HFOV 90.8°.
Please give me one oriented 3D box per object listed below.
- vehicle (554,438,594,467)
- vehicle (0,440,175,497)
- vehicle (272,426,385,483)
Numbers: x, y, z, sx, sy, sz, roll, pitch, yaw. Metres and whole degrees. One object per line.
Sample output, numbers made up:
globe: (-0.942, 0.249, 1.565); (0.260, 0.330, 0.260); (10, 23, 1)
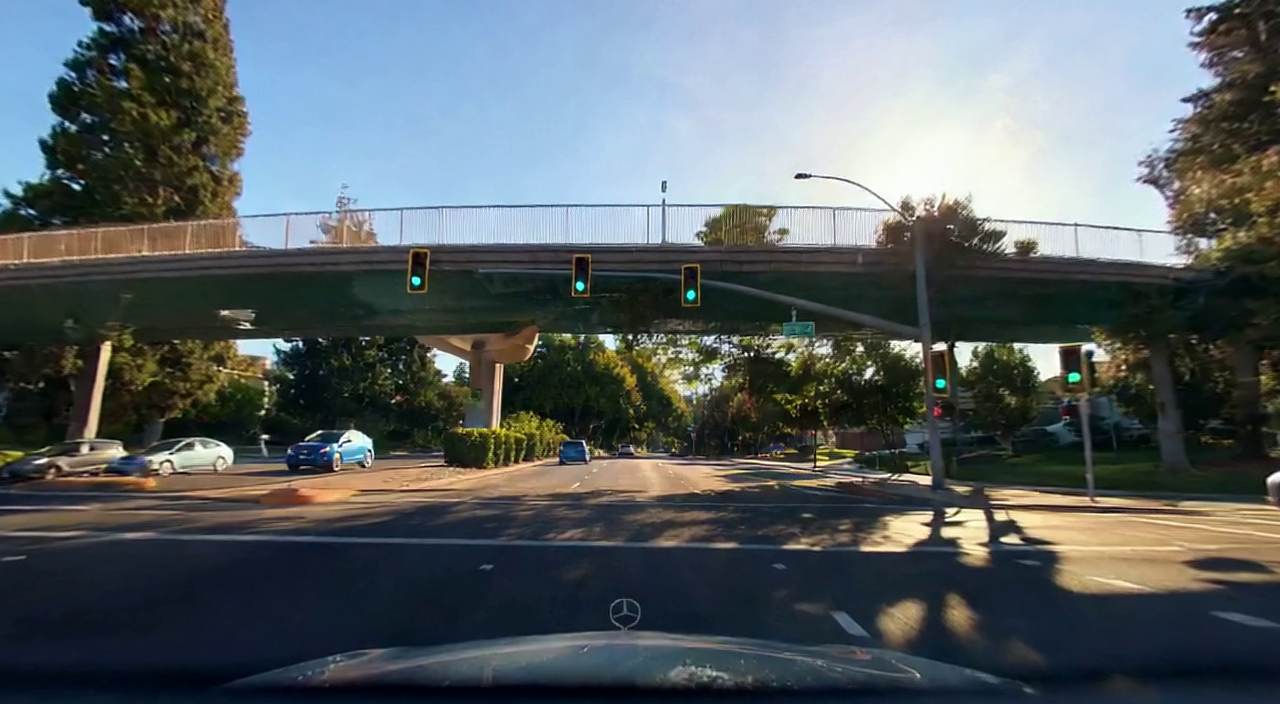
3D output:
vehicle: (-4.044, 6.256, 39.476); (2.042, 1.686, 4.372); (0, -9, 0)
vehicle: (-16.227, 3.395, 18.810); (1.798, 1.504, 3.803); (0, -9, 0)
vehicle: (-12.786, 4.224, 26.410); (2.268, 2.038, 5.024); (-2, -8, -1)
